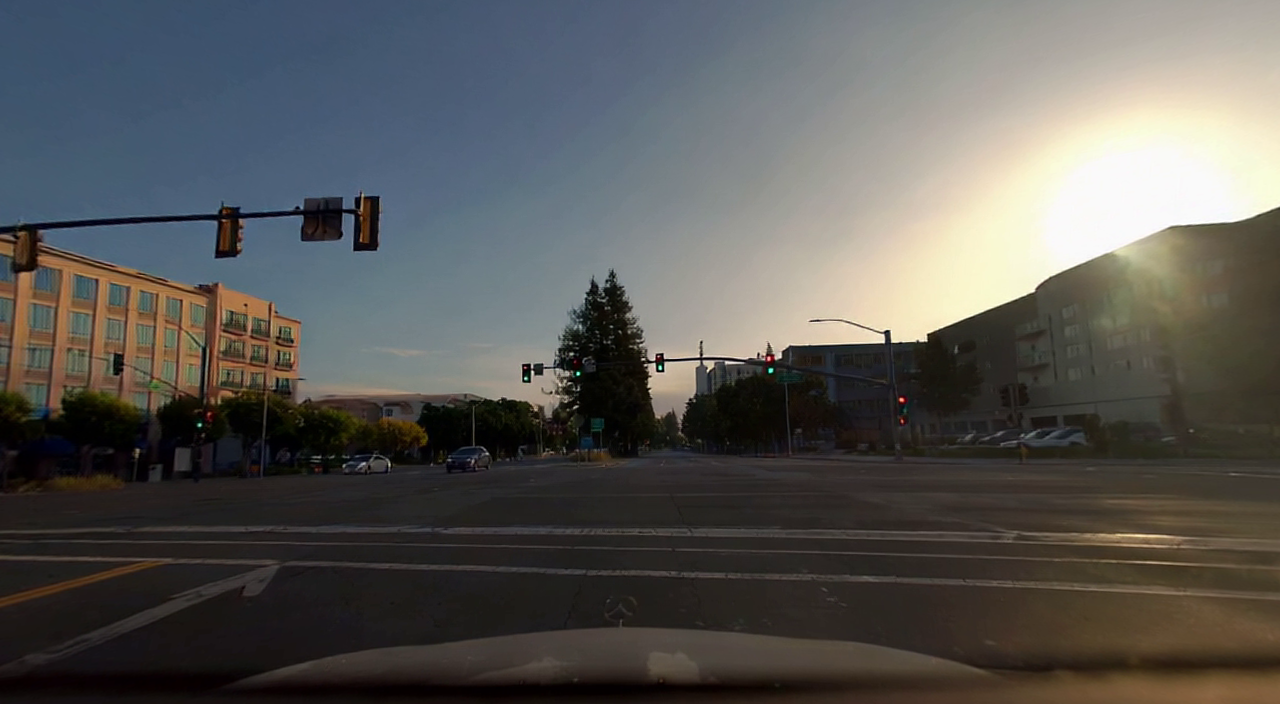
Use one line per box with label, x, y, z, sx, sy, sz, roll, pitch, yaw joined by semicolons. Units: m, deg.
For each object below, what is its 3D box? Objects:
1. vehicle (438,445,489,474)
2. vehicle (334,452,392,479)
vehicle;-12.194;7.427;43.926;2.151;1.847;4.634;0;-9;1
vehicle;-18.867;7.739;43.214;1.933;1.664;4.255;0;-9;1
